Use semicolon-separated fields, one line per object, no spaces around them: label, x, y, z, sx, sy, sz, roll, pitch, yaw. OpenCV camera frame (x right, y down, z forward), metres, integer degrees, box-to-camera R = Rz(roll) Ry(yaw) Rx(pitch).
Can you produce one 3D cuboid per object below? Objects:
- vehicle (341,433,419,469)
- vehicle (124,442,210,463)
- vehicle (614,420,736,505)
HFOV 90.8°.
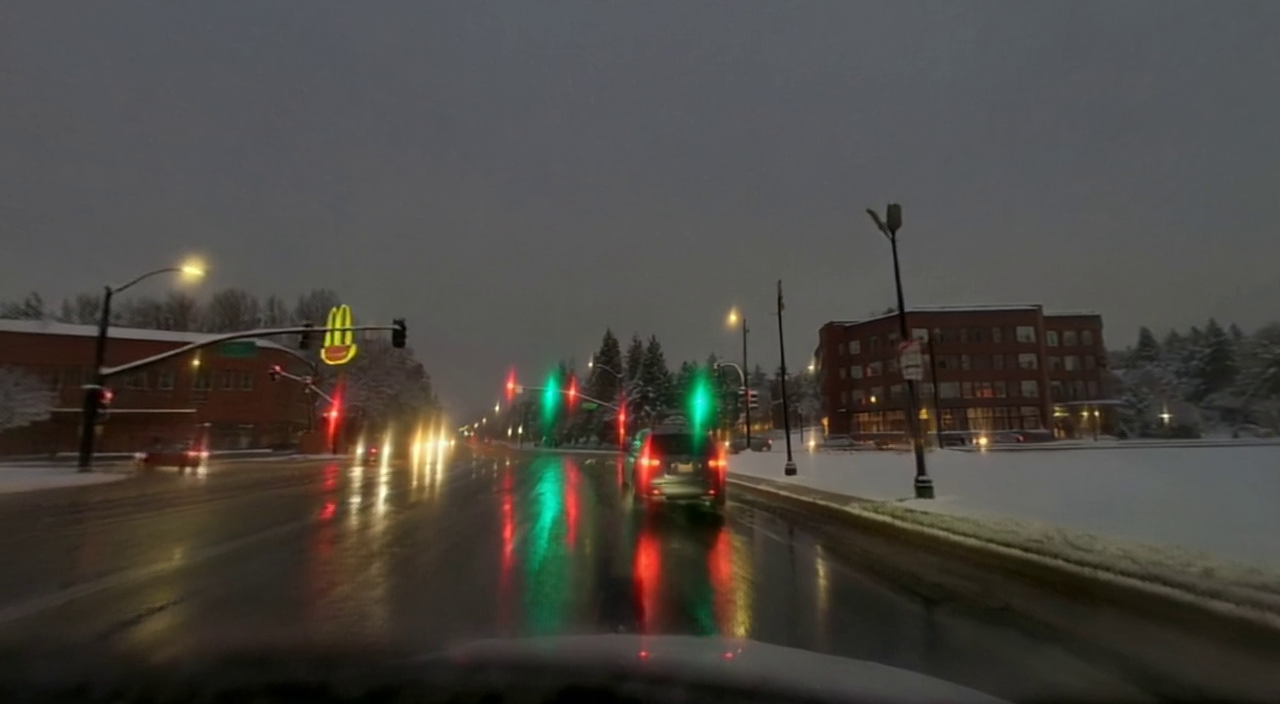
vehicle;-11.496;4.391;28.252;1.924;1.458;4.448;1;-8;-5
vehicle;-35.521;7.532;47.540;4.692;1.476;1.992;1;-8;-6
vehicle;0.611;2.510;14.772;2.230;1.683;4.204;1;-8;-5
